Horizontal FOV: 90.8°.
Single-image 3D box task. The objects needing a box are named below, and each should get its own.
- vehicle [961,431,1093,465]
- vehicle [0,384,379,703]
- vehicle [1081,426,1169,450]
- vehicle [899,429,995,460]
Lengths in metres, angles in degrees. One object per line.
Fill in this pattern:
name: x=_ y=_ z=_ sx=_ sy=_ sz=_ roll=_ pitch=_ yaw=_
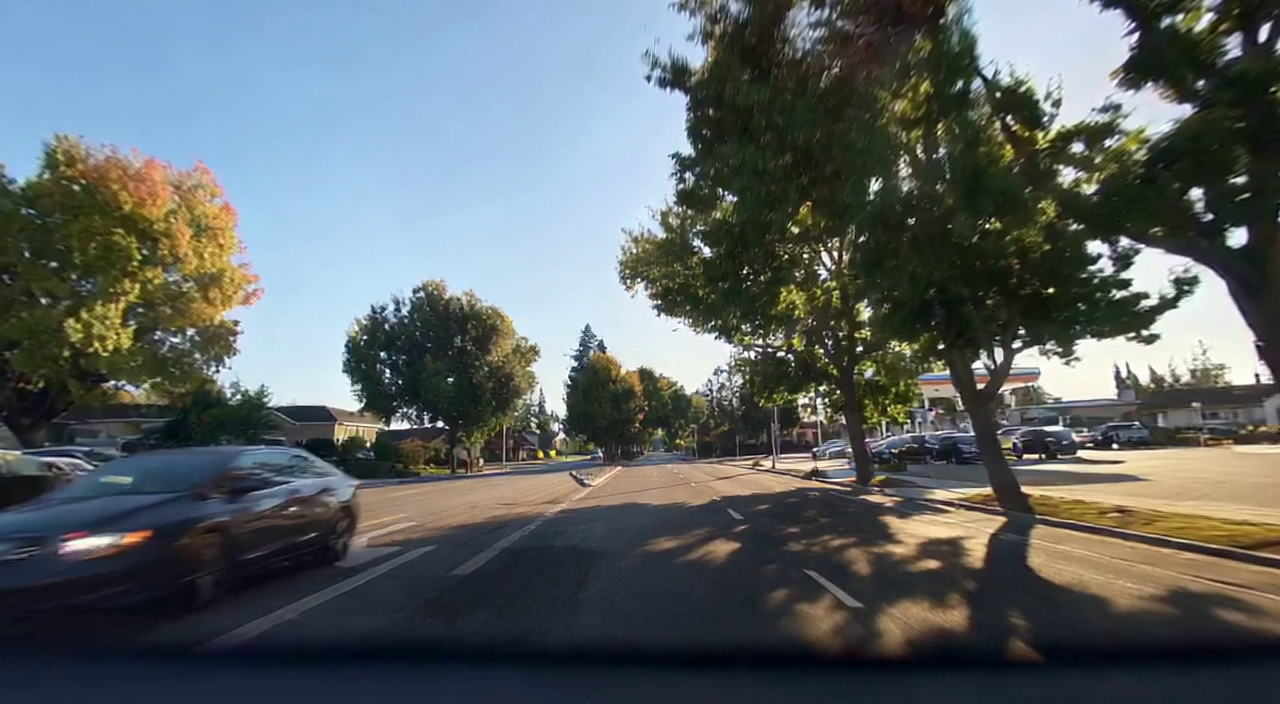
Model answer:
vehicle: x=17.213 y=4.299 z=28.292 sx=4.545 sy=1.443 sz=1.976 roll=-1 pitch=-9 yaw=2
vehicle: x=-3.927 y=1.245 z=4.668 sx=2.025 sy=1.650 sz=4.275 roll=-1 pitch=-8 yaw=2
vehicle: x=29.664 y=5.290 z=38.704 sx=3.975 sy=1.436 sz=1.668 roll=0 pitch=-8 yaw=-1
vehicle: x=17.547 y=5.326 z=36.270 sx=4.426 sy=1.700 sz=2.077 roll=0 pitch=-8 yaw=-4
